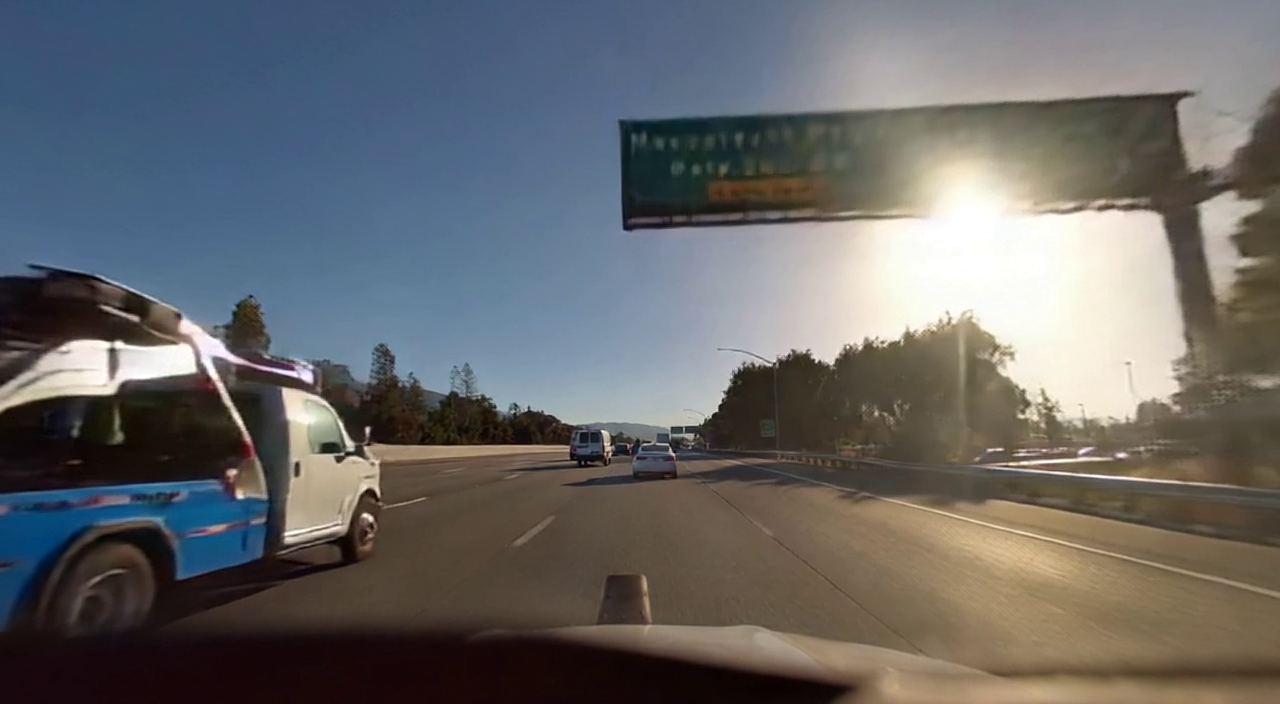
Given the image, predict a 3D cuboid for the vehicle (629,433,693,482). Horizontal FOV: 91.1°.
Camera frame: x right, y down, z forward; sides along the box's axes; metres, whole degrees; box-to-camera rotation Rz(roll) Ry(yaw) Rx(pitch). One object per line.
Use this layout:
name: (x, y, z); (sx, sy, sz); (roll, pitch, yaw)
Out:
vehicle: (0.731, 3.922, 23.614); (2.165, 1.653, 4.456); (0, -8, 0)

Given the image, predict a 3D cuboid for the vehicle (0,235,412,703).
vehicle: (-3.738, 0.806, 4.175); (2.292, 2.070, 5.532); (0, -8, 1)

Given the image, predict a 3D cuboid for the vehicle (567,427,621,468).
vehicle: (-2.532, 5.440, 35.900); (2.526, 2.146, 5.594); (0, -8, 1)
